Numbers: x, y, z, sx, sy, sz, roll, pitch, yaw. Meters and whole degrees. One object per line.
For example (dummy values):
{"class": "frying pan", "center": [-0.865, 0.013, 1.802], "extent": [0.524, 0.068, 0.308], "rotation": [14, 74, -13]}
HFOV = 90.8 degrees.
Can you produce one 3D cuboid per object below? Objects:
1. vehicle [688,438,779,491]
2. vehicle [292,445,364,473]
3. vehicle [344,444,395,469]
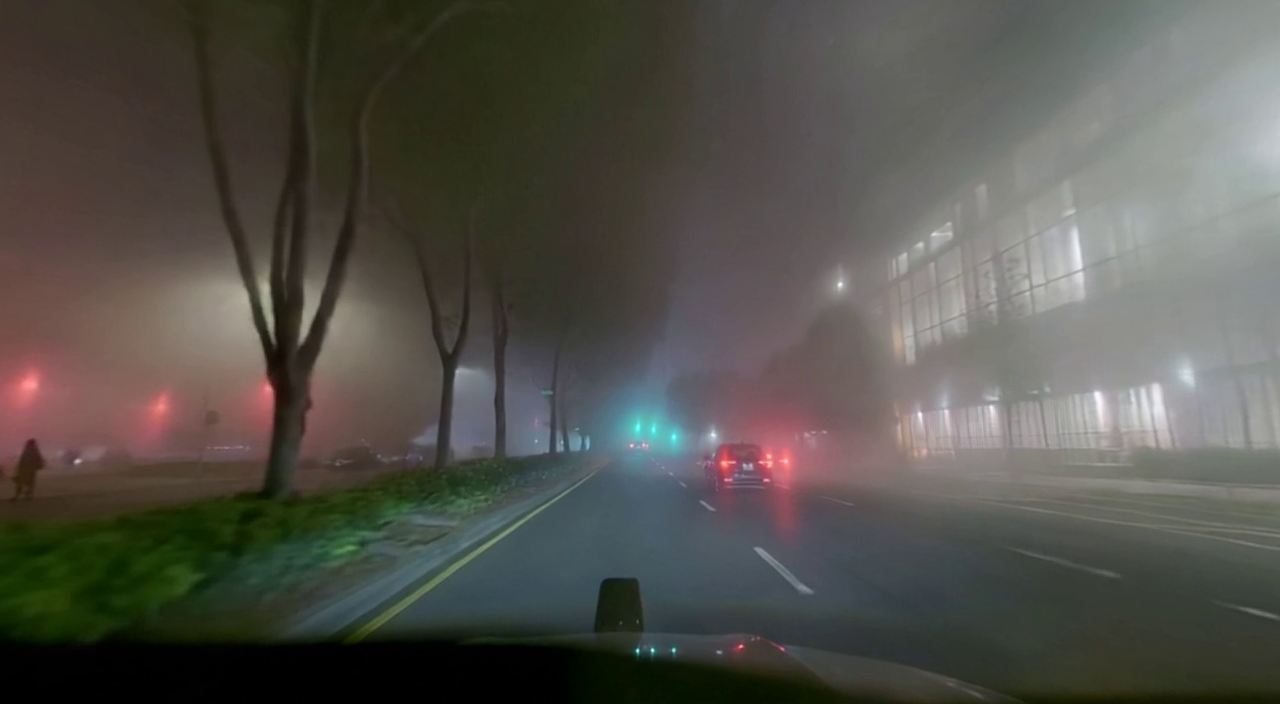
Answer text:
{"class": "vehicle", "center": [2.815, 3.540, 20.220], "extent": [2.131, 1.491, 4.496], "rotation": [0, -8, -1]}
{"class": "vehicle", "center": [-19.649, 6.732, 40.064], "extent": [1.977, 1.687, 4.909], "rotation": [0, -8, 1]}
{"class": "vehicle", "center": [-19.637, 7.593, 46.000], "extent": [1.875, 1.734, 4.252], "rotation": [0, -8, -1]}
